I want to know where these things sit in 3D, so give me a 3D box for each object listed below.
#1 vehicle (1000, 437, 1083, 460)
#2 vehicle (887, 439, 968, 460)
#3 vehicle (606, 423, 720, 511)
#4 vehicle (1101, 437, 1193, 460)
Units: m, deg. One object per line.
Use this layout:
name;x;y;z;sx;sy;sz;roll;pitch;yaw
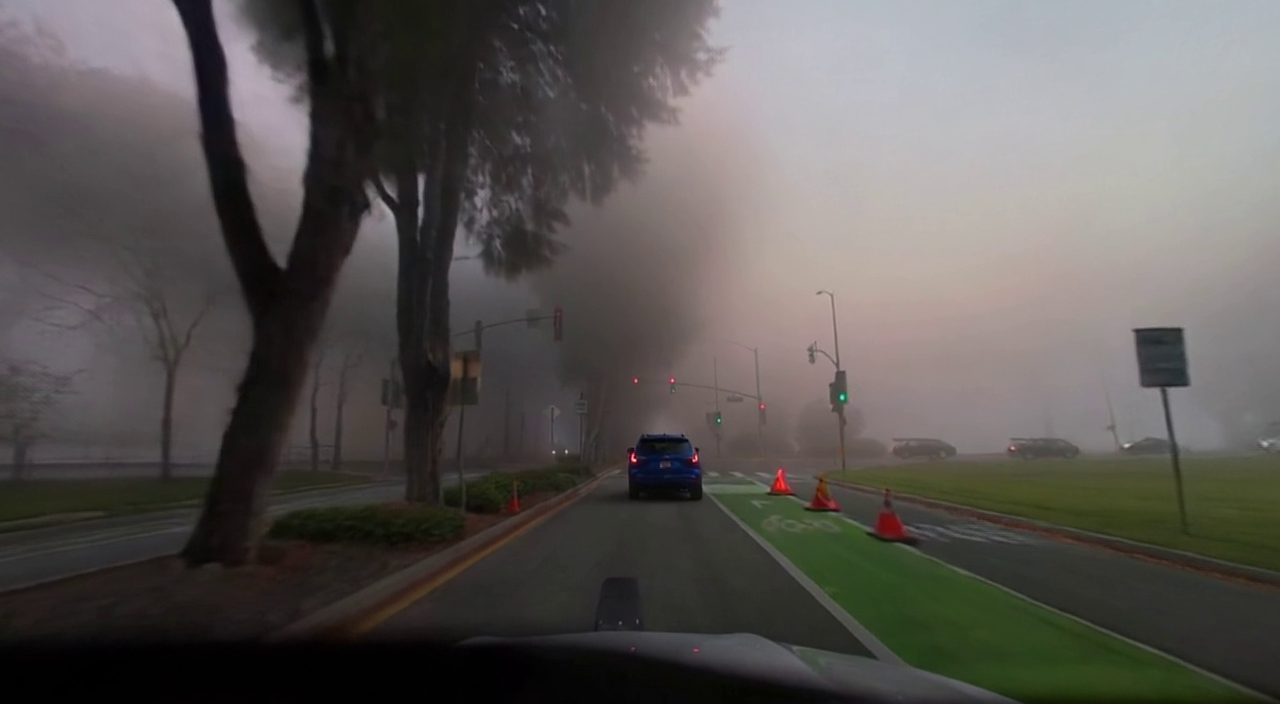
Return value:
vehicle;27.228;6.561;42.917;4.343;1.518;1.845;0;-9;-2
vehicle;19.411;6.613;42.820;4.492;1.422;1.961;0;-9;0
vehicle;0.494;2.702;15.355;2.339;1.790;4.629;0;-8;1
vehicle;34.021;6.474;42.464;4.483;1.481;2.082;0;-9;-3
